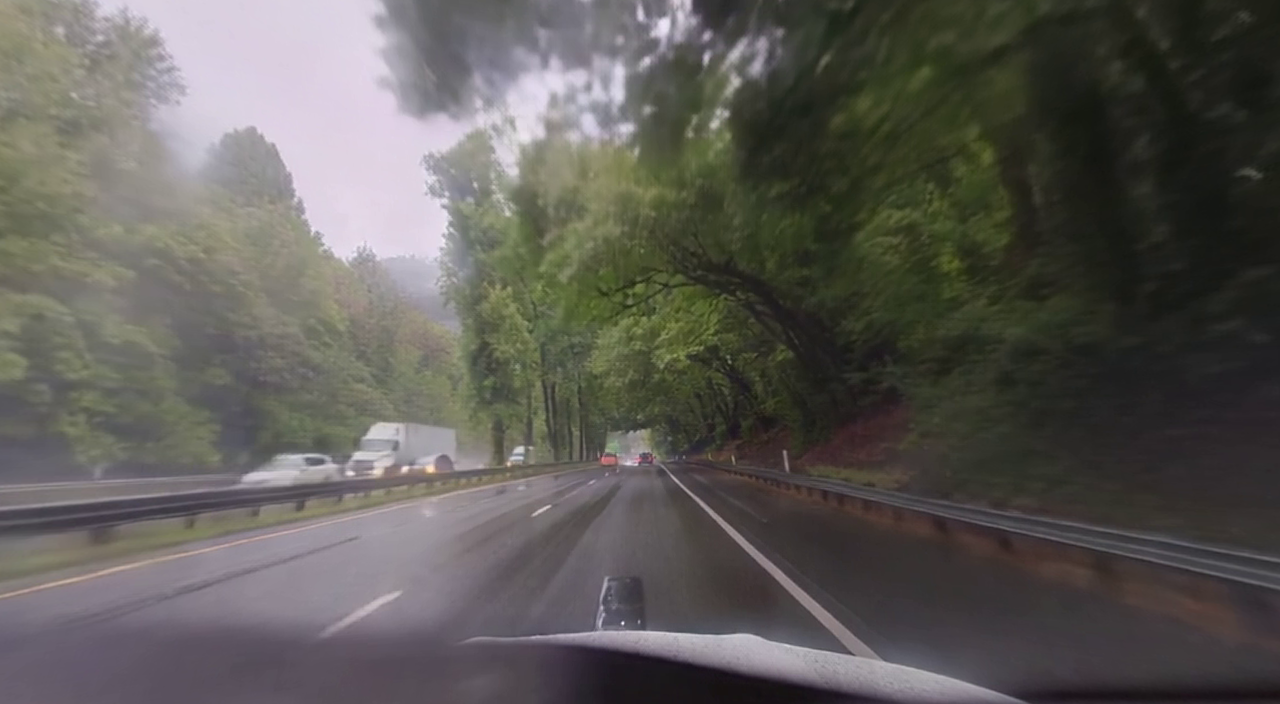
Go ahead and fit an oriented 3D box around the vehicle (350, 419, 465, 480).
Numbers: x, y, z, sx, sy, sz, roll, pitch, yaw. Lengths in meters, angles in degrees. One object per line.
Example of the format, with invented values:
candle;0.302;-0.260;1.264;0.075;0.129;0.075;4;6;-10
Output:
vehicle;-16.794;7.353;47.397;2.842;3.828;14.939;-1;-9;1

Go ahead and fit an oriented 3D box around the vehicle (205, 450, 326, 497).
vehicle;-14.726;4.773;25.144;1.934;1.685;4.447;-1;-9;3

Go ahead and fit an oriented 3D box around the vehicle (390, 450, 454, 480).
vehicle;-12.506;6.501;36.422;1.997;1.585;4.539;0;-9;1
